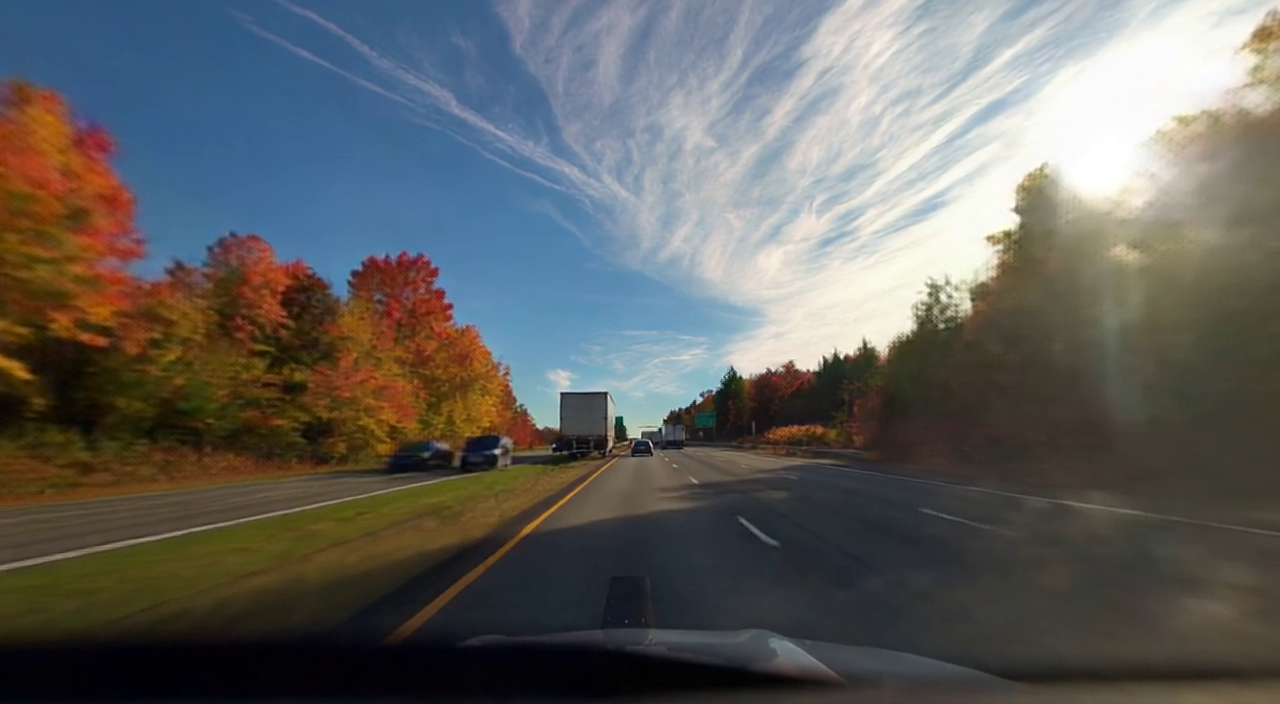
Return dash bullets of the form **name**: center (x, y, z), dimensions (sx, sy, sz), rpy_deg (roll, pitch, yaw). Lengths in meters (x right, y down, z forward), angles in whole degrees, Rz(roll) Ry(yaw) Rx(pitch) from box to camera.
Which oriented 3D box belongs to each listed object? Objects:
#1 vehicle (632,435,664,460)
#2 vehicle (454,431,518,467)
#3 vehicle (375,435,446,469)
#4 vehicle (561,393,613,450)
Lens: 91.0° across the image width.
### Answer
- **vehicle**: center (0.498, 6.067, 40.098), dimensions (1.924, 1.498, 3.817), rpy_deg (0, -8, 0)
- **vehicle**: center (-7.708, 4.887, 31.870), dimensions (1.975, 1.637, 4.631), rpy_deg (0, -8, 1)
- **vehicle**: center (-11.410, 4.986, 31.617), dimensions (1.857, 1.561, 4.388), rpy_deg (0, -8, 0)
- **vehicle**: center (-3.893, 5.598, 49.196), dimensions (3.120, 3.936, 11.480), rpy_deg (0, -8, 0)
